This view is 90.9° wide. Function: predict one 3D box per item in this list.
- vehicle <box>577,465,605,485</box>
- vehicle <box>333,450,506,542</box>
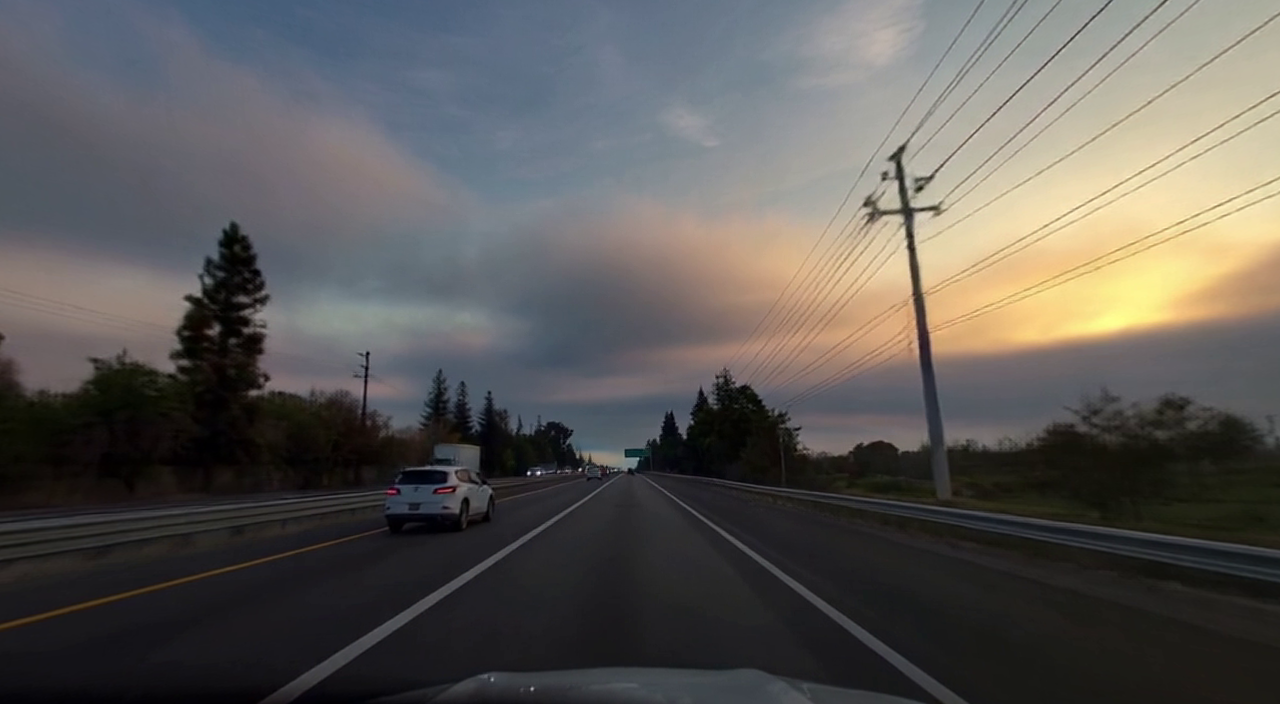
[{"bbox_3d":[-3.784,9.633,49.391,1.884,1.486,3.934,1,-11,-1],"label":"vehicle"},{"bbox_3d":[-4.179,2.825,12.800,1.963,1.501,4.227,1,-11,0],"label":"vehicle"}]
